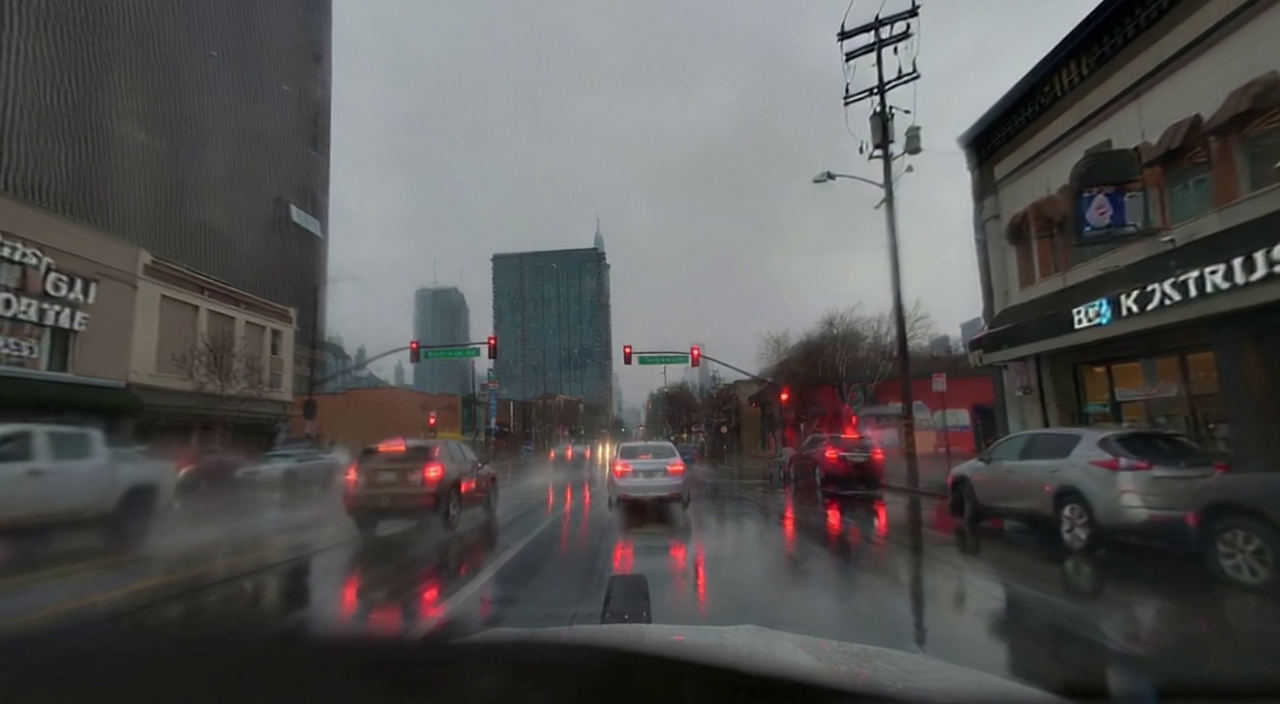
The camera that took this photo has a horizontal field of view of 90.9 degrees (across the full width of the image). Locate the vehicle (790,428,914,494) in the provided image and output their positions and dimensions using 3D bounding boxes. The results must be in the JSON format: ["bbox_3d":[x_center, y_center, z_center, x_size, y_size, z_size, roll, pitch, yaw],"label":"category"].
[{"bbox_3d":[6.639,3.489,20.538,2.289,1.867,5.322,0,-9,1],"label":"vehicle"}]

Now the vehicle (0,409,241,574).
[{"bbox_3d":[-7.686,1.691,8.108,2.029,1.700,4.602,0,-9,1],"label":"vehicle"}]

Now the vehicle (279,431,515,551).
[{"bbox_3d":[-3.425,2.039,9.949,1.950,1.450,4.257,0,-9,1],"label":"vehicle"}]

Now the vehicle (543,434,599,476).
[{"bbox_3d":[-3.083,4.717,29.042,2.007,1.736,4.185,0,-9,1],"label":"vehicle"}]

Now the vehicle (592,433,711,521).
[{"bbox_3d":[0.171,2.456,12.935,2.037,1.484,4.073,0,-9,-1],"label":"vehicle"}]

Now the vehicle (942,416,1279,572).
[{"bbox_3d":[6.647,1.921,9.347,1.986,1.722,4.516,0,-9,-2],"label":"vehicle"}]
